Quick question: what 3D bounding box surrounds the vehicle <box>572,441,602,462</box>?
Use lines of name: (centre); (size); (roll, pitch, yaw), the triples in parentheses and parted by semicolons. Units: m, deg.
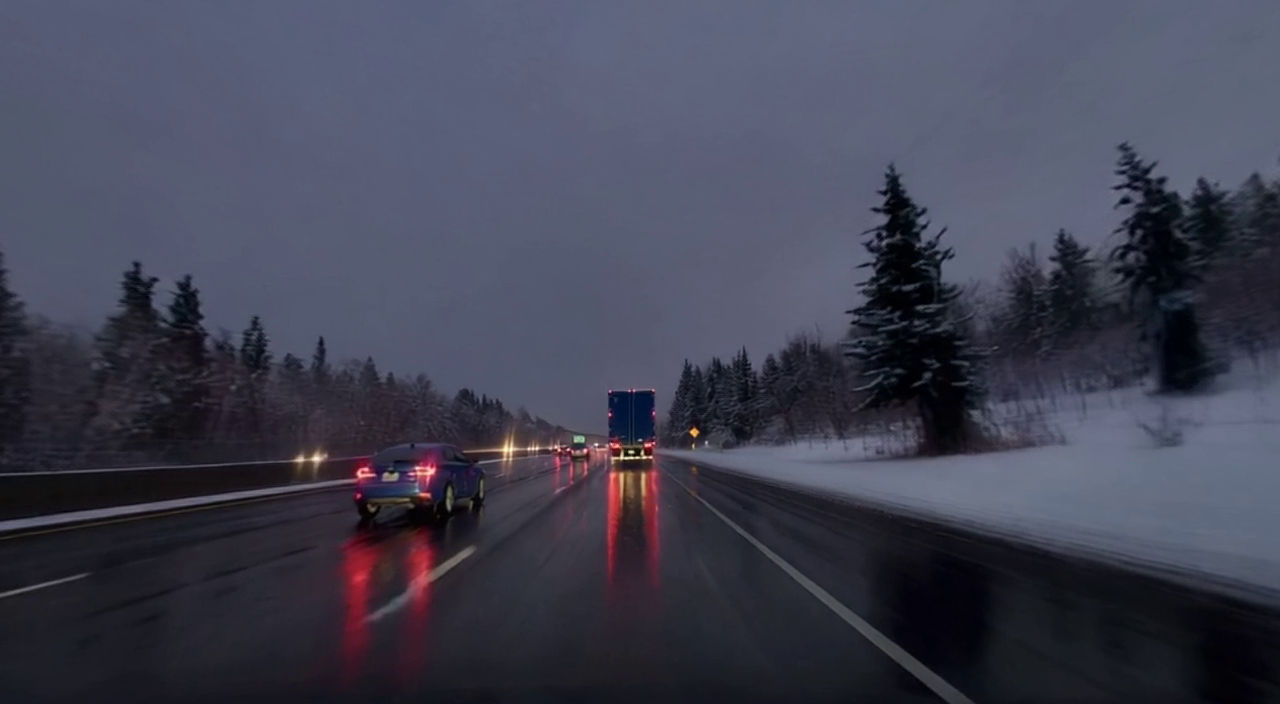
vehicle: (-4.152, 7.831, 49.401); (2.006, 1.572, 4.082); (0, -9, 0)

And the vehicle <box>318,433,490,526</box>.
vehicle: (-4.333, 2.392, 12.240); (1.895, 1.500, 3.808); (0, -9, 0)

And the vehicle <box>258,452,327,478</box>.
vehicle: (-21.391, 6.963, 38.795); (1.784, 1.485, 4.381); (0, -9, -1)

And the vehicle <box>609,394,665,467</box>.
vehicle: (-0.257, 5.216, 40.506); (3.123, 4.094, 10.812); (0, -9, -1)
